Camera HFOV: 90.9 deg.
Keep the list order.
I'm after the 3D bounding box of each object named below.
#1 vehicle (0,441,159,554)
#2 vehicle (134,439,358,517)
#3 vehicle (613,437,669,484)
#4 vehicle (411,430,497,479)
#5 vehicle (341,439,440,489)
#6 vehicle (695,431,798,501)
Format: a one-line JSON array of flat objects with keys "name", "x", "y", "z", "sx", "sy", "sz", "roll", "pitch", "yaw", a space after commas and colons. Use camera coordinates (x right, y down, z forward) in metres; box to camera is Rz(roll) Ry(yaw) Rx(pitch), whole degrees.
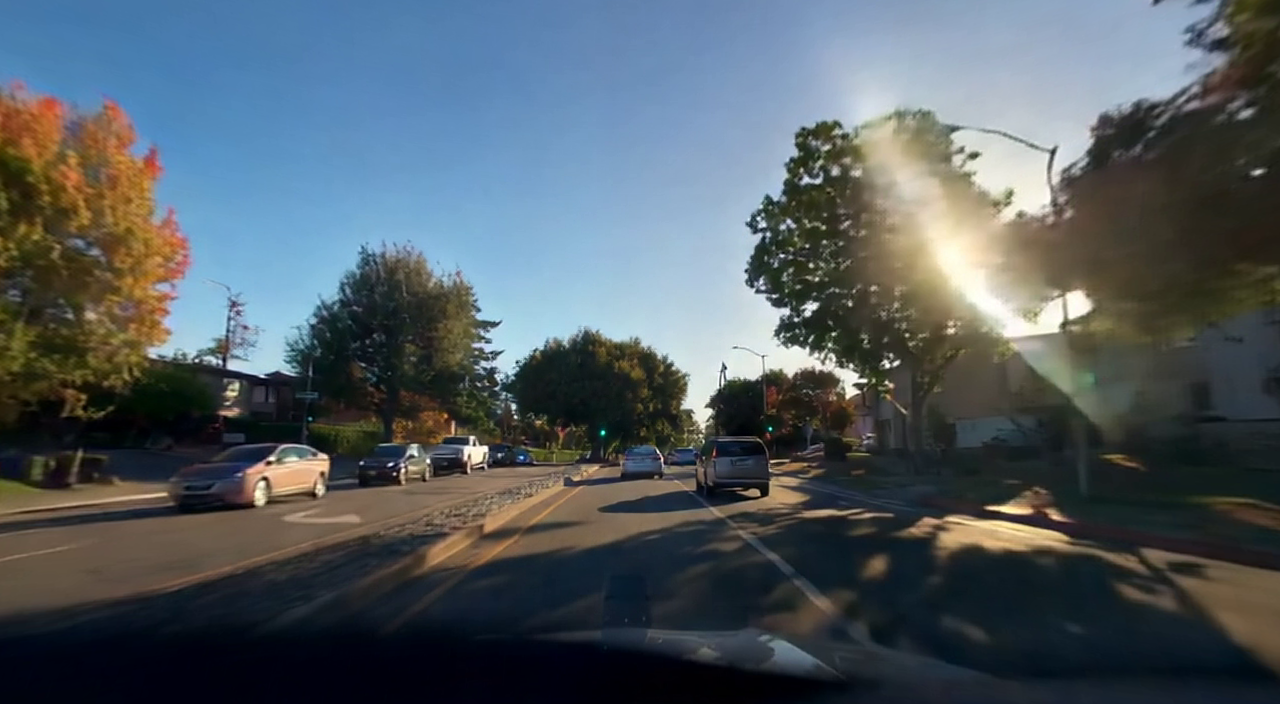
[{"name": "vehicle", "x": -9.002, "y": 1.933, "z": 8.518, "sx": 1.786, "sy": 1.422, "sz": 4.021, "roll": 0, "pitch": -9, "yaw": 1}, {"name": "vehicle", "x": -8.966, "y": 2.894, "z": 15.081, "sx": 2.140, "sy": 1.510, "sz": 5.005, "roll": 0, "pitch": -9, "yaw": 0}, {"name": "vehicle", "x": 0.006, "y": 4.599, "z": 27.029, "sx": 2.185, "sy": 1.822, "sz": 4.391, "roll": 0, "pitch": -9, "yaw": -1}, {"name": "vehicle", "x": -8.983, "y": 5.043, "z": 31.285, "sx": 2.037, "sy": 2.113, "sz": 7.185, "roll": 0, "pitch": -9, "yaw": 0}, {"name": "vehicle", "x": -9.224, "y": 4.145, "z": 23.703, "sx": 1.988, "sy": 1.663, "sz": 4.316, "roll": 0, "pitch": -9, "yaw": -1}, {"name": "vehicle", "x": 2.977, "y": 3.298, "z": 18.666, "sx": 2.166, "sy": 1.799, "sz": 4.372, "roll": 0, "pitch": -9, "yaw": -1}]
